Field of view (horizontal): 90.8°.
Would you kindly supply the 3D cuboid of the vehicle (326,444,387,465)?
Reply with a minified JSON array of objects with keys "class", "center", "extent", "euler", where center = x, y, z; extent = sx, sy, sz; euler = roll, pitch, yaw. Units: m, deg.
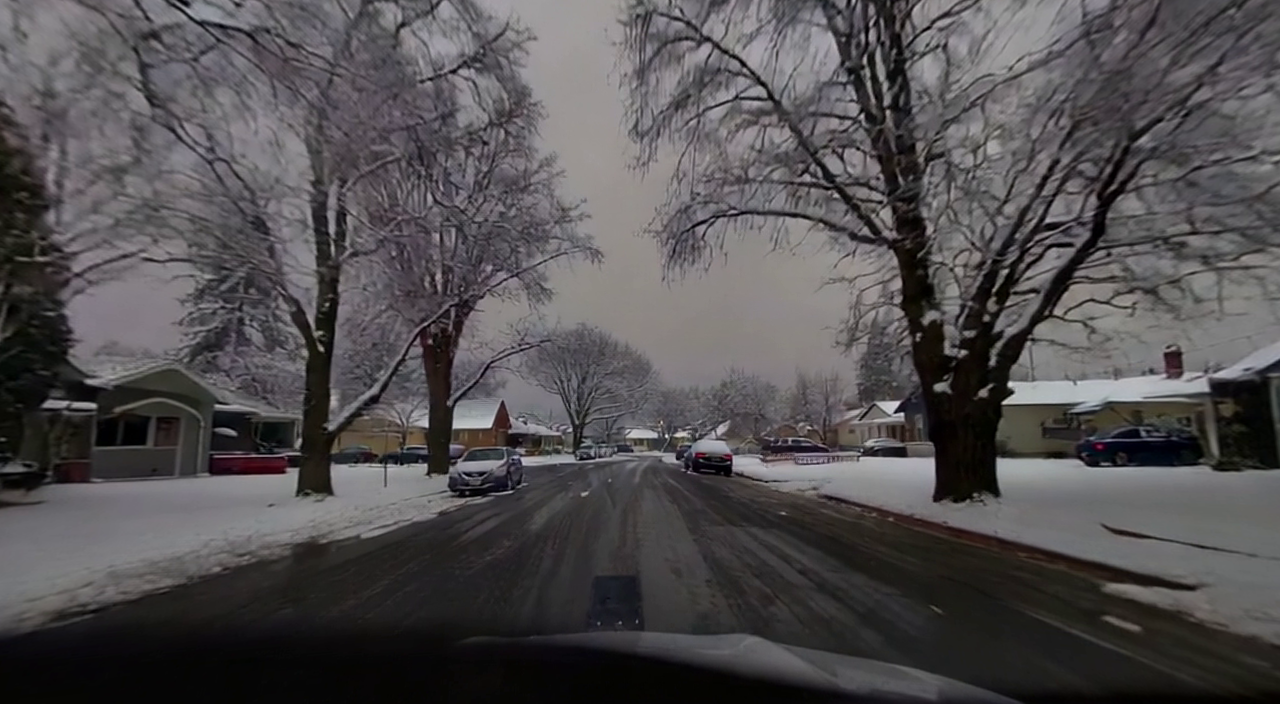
[{"class":"vehicle","center":[-21.233,7.691,47.389],"extent":[3.610,1.501,1.814],"euler":[0,-8,3]}]

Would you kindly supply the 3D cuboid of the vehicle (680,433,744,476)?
[{"class":"vehicle","center":[3.245,4.771,29.635],"extent":[2.228,1.813,4.901],"euler":[0,-8,-2]}]

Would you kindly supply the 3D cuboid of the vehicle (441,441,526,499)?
[{"class":"vehicle","center":[-4.839,3.670,20.206],"extent":[1.981,1.463,4.631],"euler":[0,-7,-6]}]

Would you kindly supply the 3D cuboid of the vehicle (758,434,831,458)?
[{"class":"vehicle","center":[11.151,6.822,45.872],"extent":[4.781,1.700,1.914],"euler":[1,-8,-4]}]

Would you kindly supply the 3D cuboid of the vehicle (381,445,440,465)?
[{"class":"vehicle","center":[-17.114,7.717,47.245],"extent":[3.734,1.441,1.756],"euler":[0,-8,3]}]

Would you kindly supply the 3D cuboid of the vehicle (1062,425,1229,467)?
[{"class":"vehicle","center":[18.825,3.519,23.708],"extent":[4.484,1.492,2.071],"euler":[0,-8,0]}]
